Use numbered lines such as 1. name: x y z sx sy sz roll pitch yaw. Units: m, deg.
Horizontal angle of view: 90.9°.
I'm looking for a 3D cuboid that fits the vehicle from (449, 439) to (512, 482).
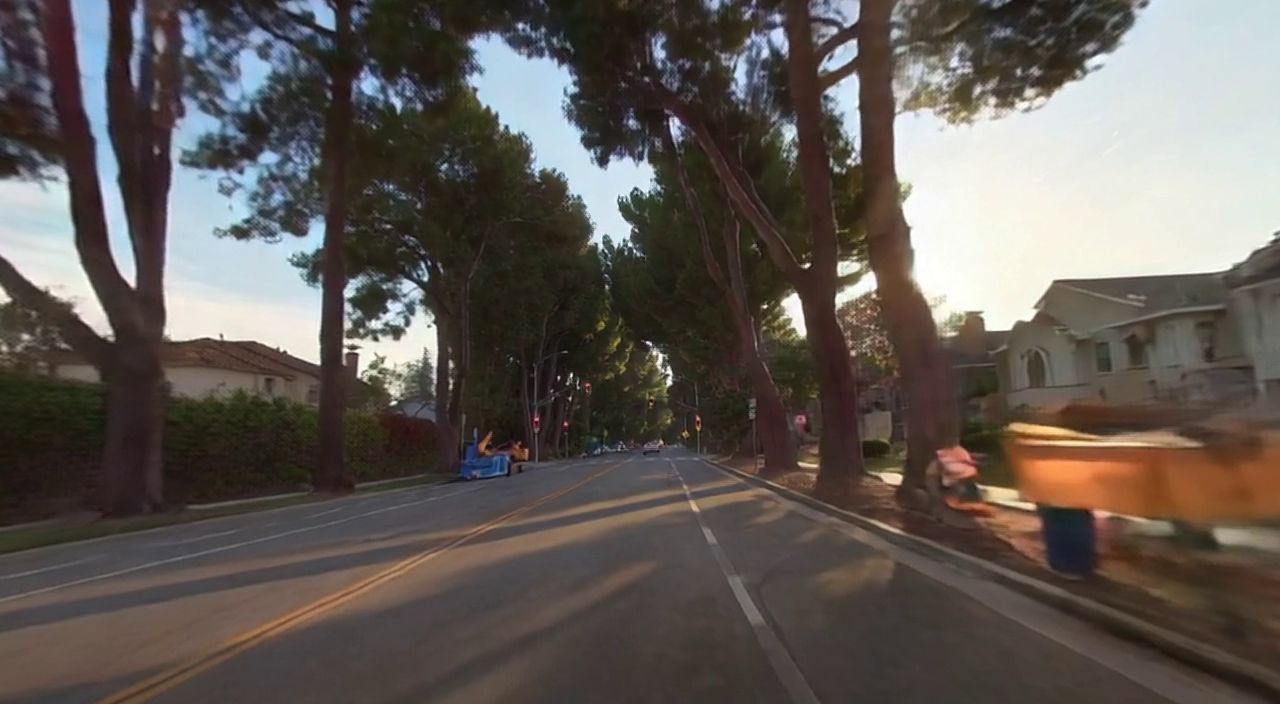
1. vehicle: -8.278 5.639 33.126 1.998 1.814 4.559 -4 -6 1
